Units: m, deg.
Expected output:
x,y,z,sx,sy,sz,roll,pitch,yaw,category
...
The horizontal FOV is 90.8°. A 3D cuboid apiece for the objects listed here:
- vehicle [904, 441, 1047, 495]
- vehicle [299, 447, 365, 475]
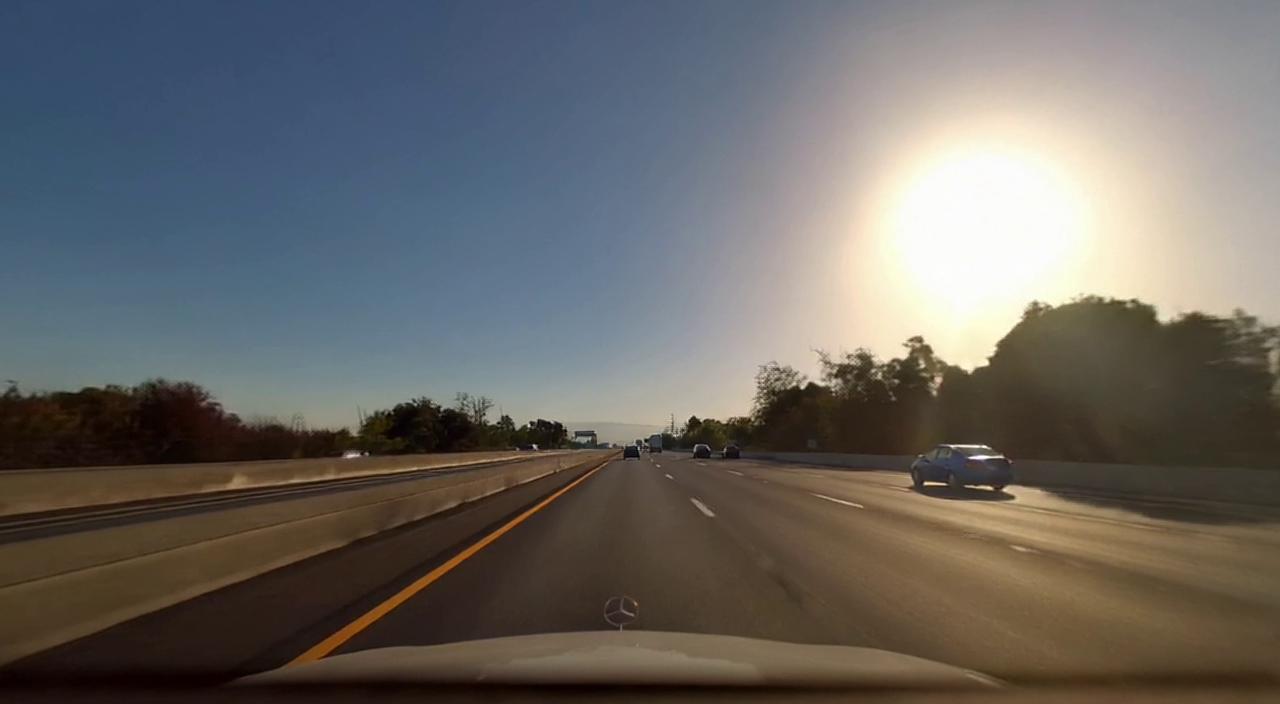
x,y,z,sx,sy,sz,roll,pitch,yaw,category
10.667,3.684,20.595,2.024,1.481,4.747,1,-8,-1,vehicle
-21.232,7.519,43.793,2.059,1.687,5.067,0,-8,-1,vehicle
